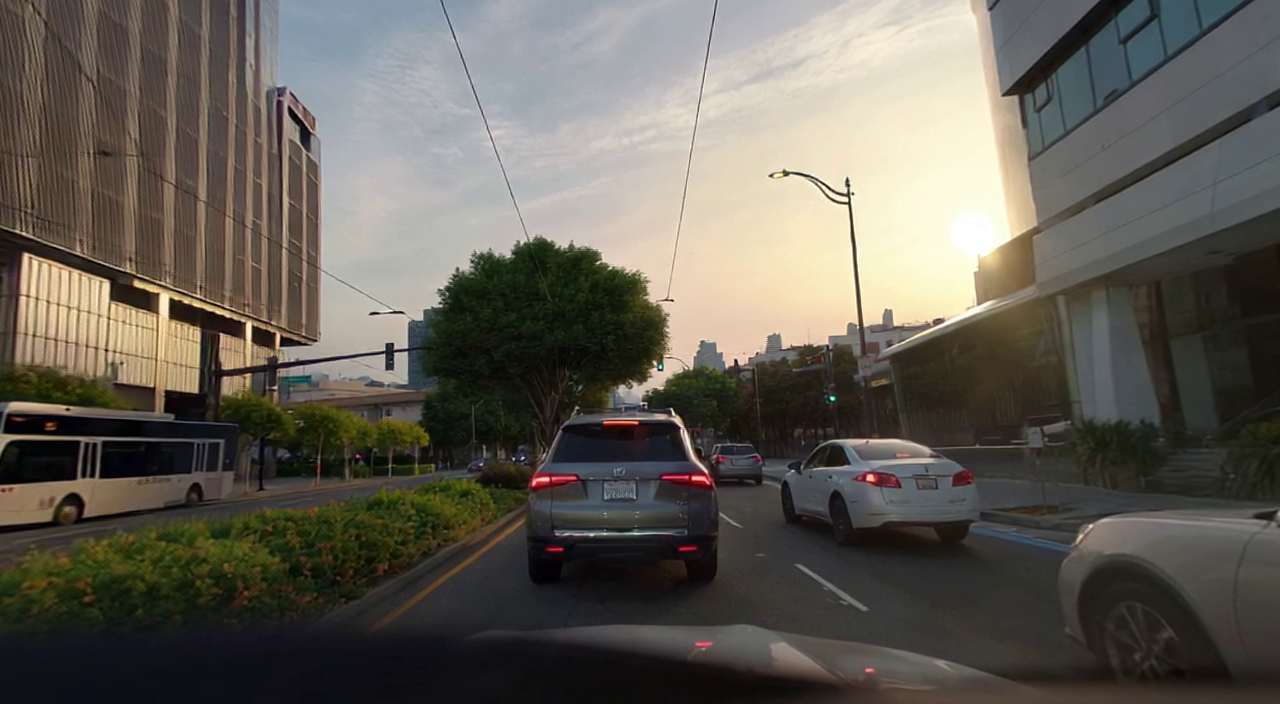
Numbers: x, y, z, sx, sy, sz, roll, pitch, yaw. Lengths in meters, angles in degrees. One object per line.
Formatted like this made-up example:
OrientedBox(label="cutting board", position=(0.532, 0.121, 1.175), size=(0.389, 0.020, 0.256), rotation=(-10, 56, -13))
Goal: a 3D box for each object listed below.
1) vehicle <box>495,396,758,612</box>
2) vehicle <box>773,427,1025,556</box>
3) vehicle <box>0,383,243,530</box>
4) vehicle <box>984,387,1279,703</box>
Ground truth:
OrientedBox(label="vehicle", position=(-0.190, 1.573, 7.465), size=(2.178, 1.779, 4.255), rotation=(0, -8, -2))
OrientedBox(label="vehicle", position=(3.667, 2.044, 10.006), size=(2.128, 1.582, 4.188), rotation=(0, -8, -1))
OrientedBox(label="vehicle", position=(-19.729, 4.077, 23.086), size=(3.393, 4.045, 11.306), rotation=(-6, -11, -1))
OrientedBox(label="vehicle", position=(3.138, 0.794, 1.638), size=(1.993, 1.480, 4.324), rotation=(0, -8, -1))
